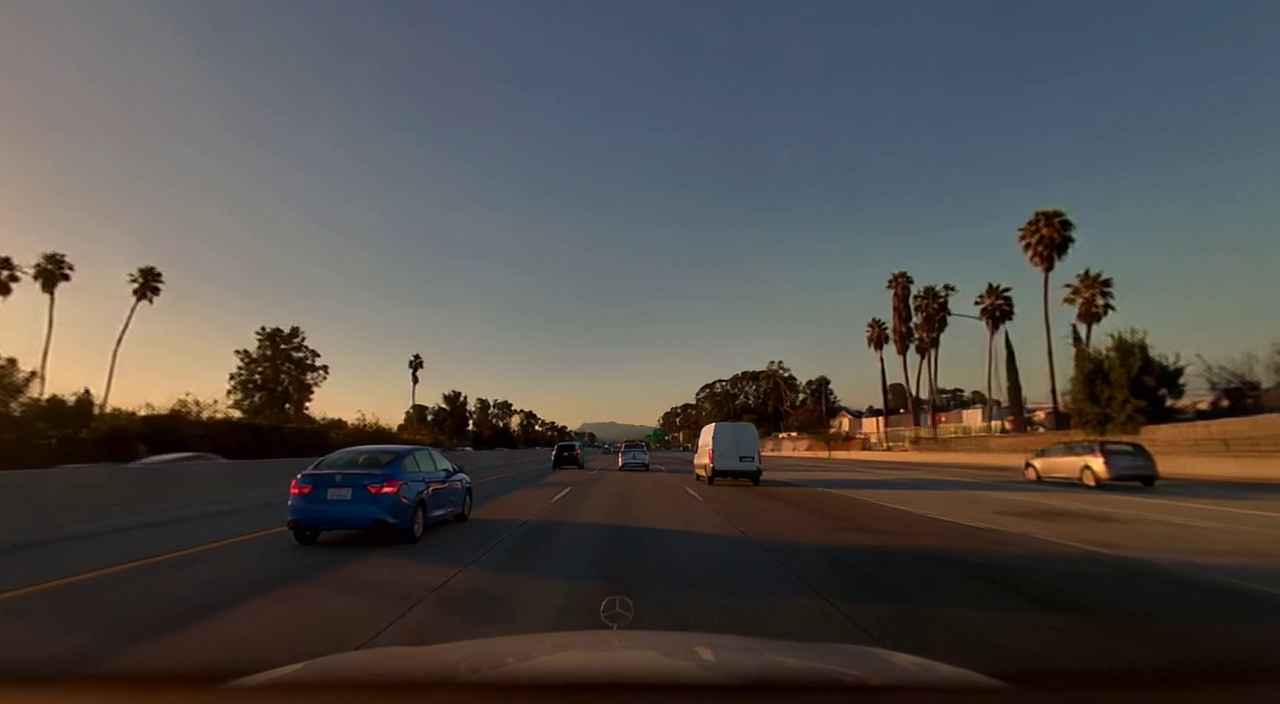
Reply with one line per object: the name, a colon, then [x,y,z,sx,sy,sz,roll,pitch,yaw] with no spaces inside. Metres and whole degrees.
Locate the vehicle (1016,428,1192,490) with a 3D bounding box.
vehicle: [14.466,3.379,20.178,2.010,1.721,4.871,0,-9,2]

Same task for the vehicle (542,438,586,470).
vehicle: [-4.514,6.135,38.096,2.109,1.793,4.613,0,-9,0]

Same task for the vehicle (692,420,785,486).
vehicle: [3.374,3.658,22.981,2.250,2.074,5.723,0,-9,-2]

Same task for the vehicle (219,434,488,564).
vehicle: [-3.816,2.015,9.481,1.991,1.469,4.381,0,-9,0]

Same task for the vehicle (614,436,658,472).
vehicle: [-0.228,5.475,33.927,2.212,1.786,4.198,0,-9,-1]
